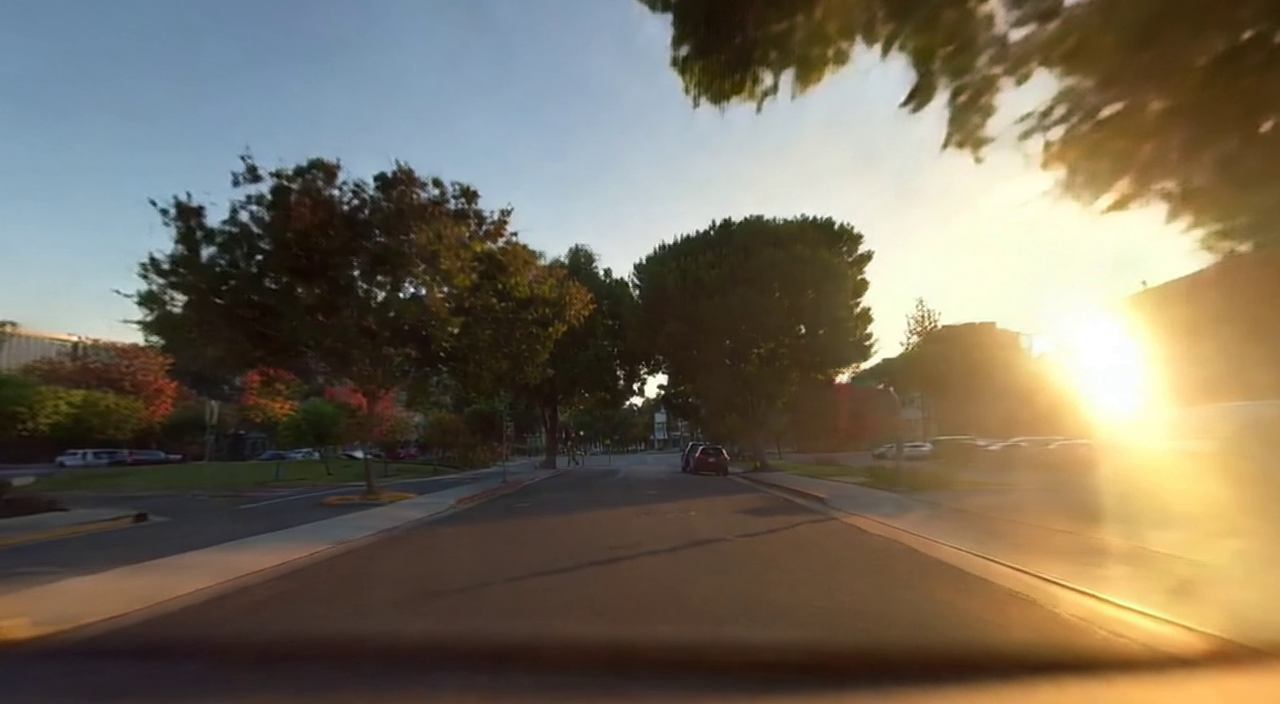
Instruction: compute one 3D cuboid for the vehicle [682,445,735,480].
[{"bbox_3d":[3.159,5.213,30.168,2.064,1.532,4.596,0,-8,1],"label":"vehicle"}]
